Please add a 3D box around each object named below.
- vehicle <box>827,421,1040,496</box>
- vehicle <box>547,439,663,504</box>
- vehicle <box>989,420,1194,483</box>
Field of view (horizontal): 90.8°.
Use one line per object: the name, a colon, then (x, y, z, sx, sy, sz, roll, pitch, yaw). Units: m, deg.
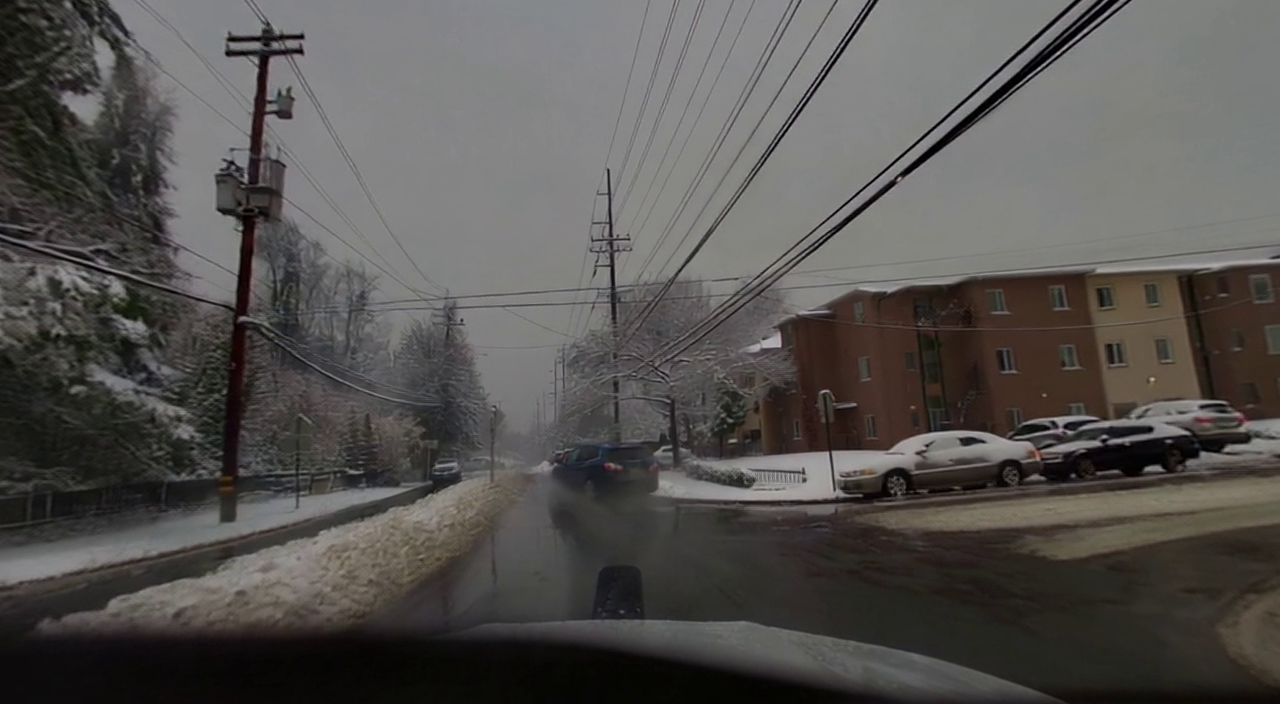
vehicle: (7.953, 2.943, 17.356, 4.877, 1.755, 1.918, 0, -12, -10)
vehicle: (-1.309, 3.864, 20.952, 2.155, 1.872, 4.790, 4, -10, -26)
vehicle: (13.060, 2.889, 18.389, 4.830, 1.490, 1.878, -1, -10, -11)
